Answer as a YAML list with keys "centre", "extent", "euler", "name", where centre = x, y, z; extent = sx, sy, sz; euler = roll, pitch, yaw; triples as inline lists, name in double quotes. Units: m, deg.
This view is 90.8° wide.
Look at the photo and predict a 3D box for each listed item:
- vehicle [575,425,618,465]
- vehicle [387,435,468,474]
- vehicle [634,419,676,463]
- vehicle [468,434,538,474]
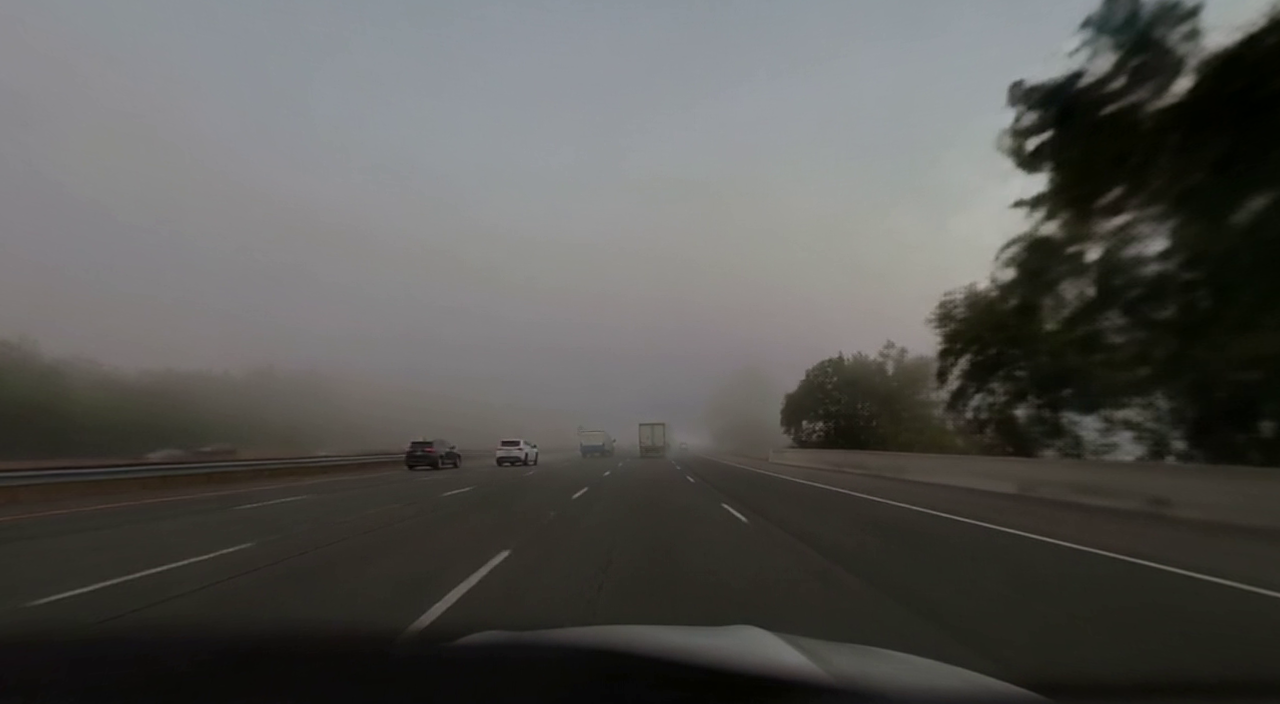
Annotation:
- centre: [-2.909, 6.387, 43.256]
  extent: [2.328, 2.519, 5.238]
  euler: [-1, -8, 3]
  name: "vehicle"
- centre: [-10.373, 5.053, 31.338]
  extent: [2.080, 1.777, 5.450]
  euler: [0, -9, 1]
  name: "vehicle"
- centre: [1.042, 6.324, 44.714]
  extent: [2.768, 2.854, 6.757]
  euler: [0, -8, 1]
  name: "vehicle"
- centre: [-6.659, 5.045, 31.426]
  extent: [2.206, 1.838, 4.889]
  euler: [-1, -9, 2]
  name: "vehicle"
